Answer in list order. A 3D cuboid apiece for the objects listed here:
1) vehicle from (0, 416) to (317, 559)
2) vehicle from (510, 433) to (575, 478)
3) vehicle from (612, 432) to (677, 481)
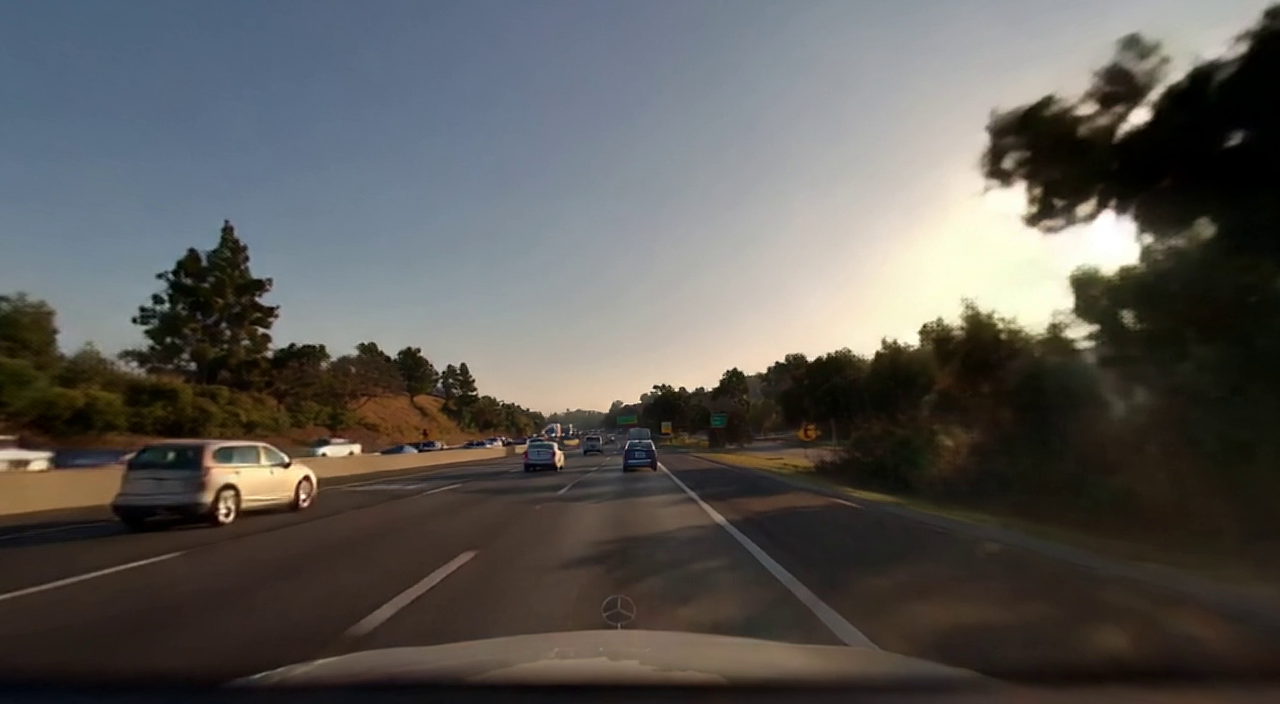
[{"bbox_3d":[-7.363,1.933,9.823,2.195,1.652,4.733,0,-8,0],"label":"vehicle"},{"bbox_3d":[-4.014,4.369,26.847,2.044,1.717,4.421,0,-8,0],"label":"vehicle"},{"bbox_3d":[0.138,4.131,25.289,2.378,1.750,4.355,0,-8,-1],"label":"vehicle"}]
